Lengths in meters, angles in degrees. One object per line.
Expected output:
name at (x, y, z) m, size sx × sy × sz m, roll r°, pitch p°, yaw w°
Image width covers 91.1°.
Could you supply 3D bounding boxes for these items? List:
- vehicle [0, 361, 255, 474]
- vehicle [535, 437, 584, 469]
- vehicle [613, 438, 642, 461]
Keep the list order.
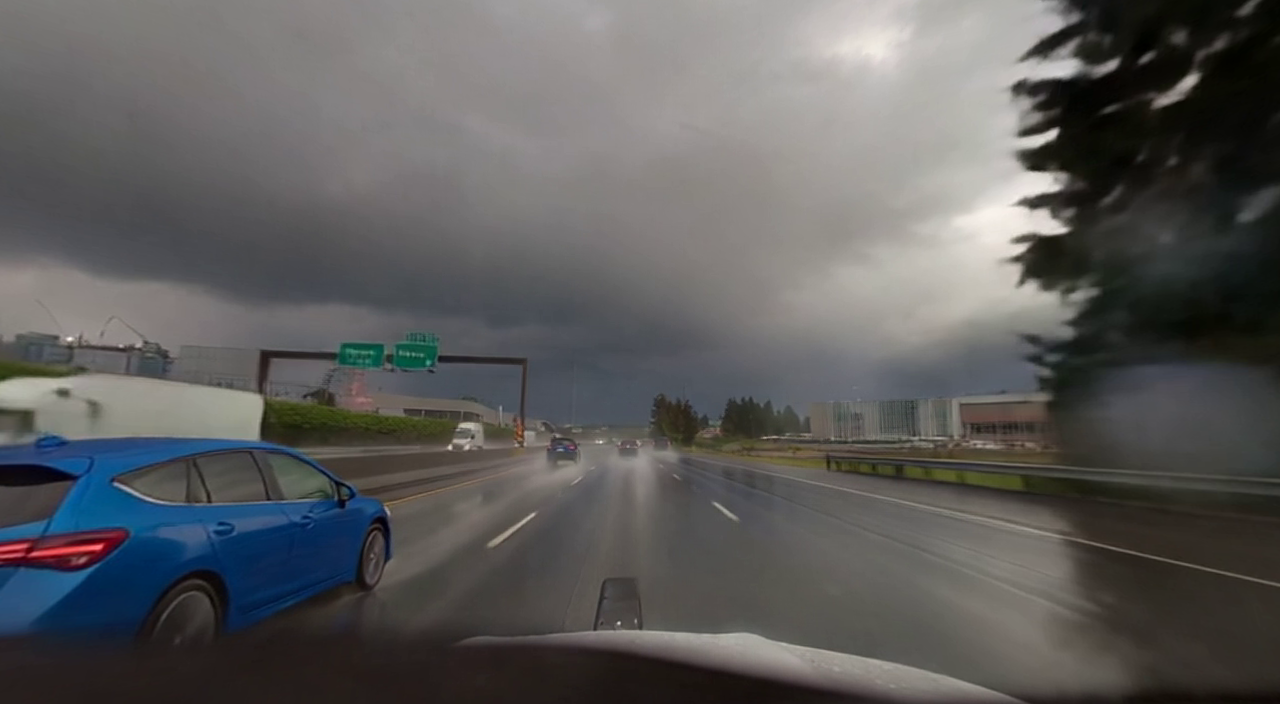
vehicle at (-21.182, 2.957, 26.393) m, size 3.019 × 3.702 × 11.347 m, roll 0°, pitch -8°, yaw -1°
vehicle at (-4.423, 5.624, 35.166) m, size 2.271 × 1.626 × 4.463 m, roll 0°, pitch -8°, yaw -2°
vehicle at (-0.980, 7.647, 49.440) m, size 2.196 × 1.699 × 4.499 m, roll 0°, pitch -8°, yaw -2°
